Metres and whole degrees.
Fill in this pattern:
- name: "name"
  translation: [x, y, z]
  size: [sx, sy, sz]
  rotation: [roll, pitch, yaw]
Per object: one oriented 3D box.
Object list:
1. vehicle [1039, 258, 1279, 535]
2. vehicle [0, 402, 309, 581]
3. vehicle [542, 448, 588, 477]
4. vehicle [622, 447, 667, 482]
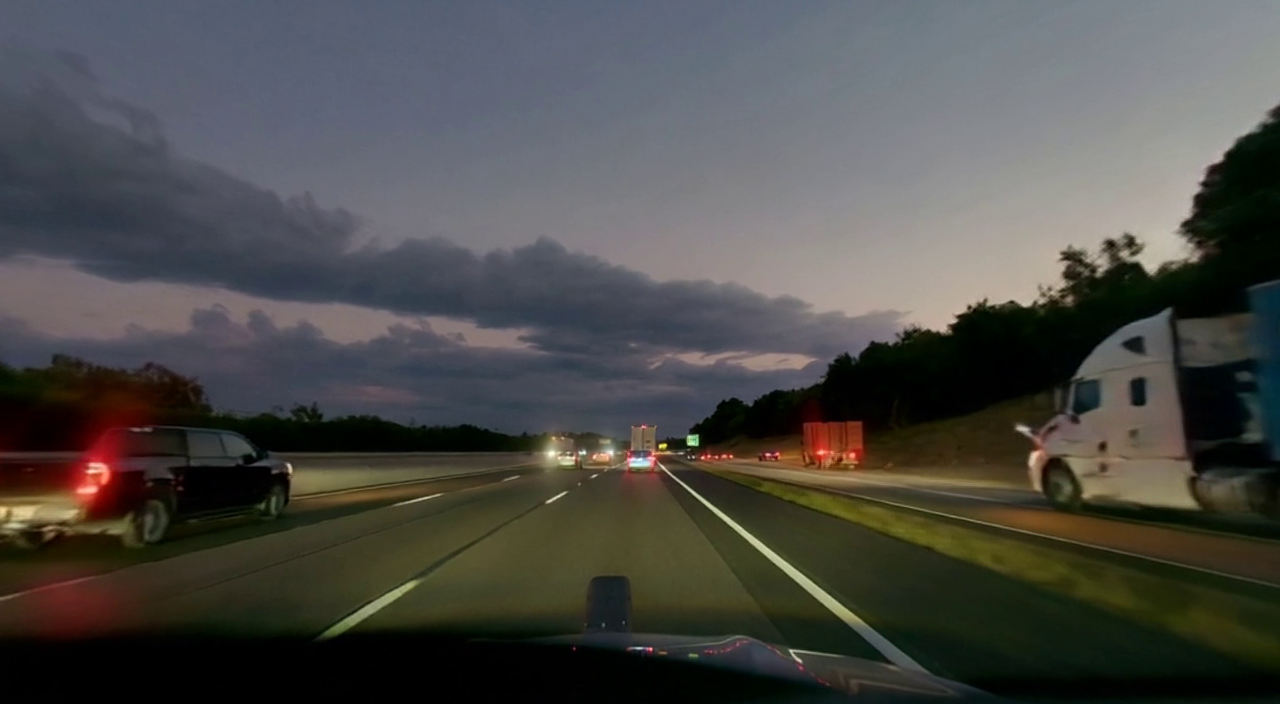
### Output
- name: "vehicle"
  translation: [10.715, 0.663, 9.242]
  size: [2.997, 3.951, 9.277]
  rotation: [1, -9, -4]
- name: "vehicle"
  translation: [-7.567, 1.889, 9.406]
  size: [2.316, 1.875, 5.337]
  rotation: [0, -9, 0]
- name: "vehicle"
  translation: [-4.112, 6.138, 35.267]
  size: [2.018, 1.504, 4.431]
  rotation: [0, -9, 0]
- name: "vehicle"
  translation: [0.156, 5.243, 29.622]
  size: [1.991, 1.507, 3.391]
  rotation: [0, -9, -1]
